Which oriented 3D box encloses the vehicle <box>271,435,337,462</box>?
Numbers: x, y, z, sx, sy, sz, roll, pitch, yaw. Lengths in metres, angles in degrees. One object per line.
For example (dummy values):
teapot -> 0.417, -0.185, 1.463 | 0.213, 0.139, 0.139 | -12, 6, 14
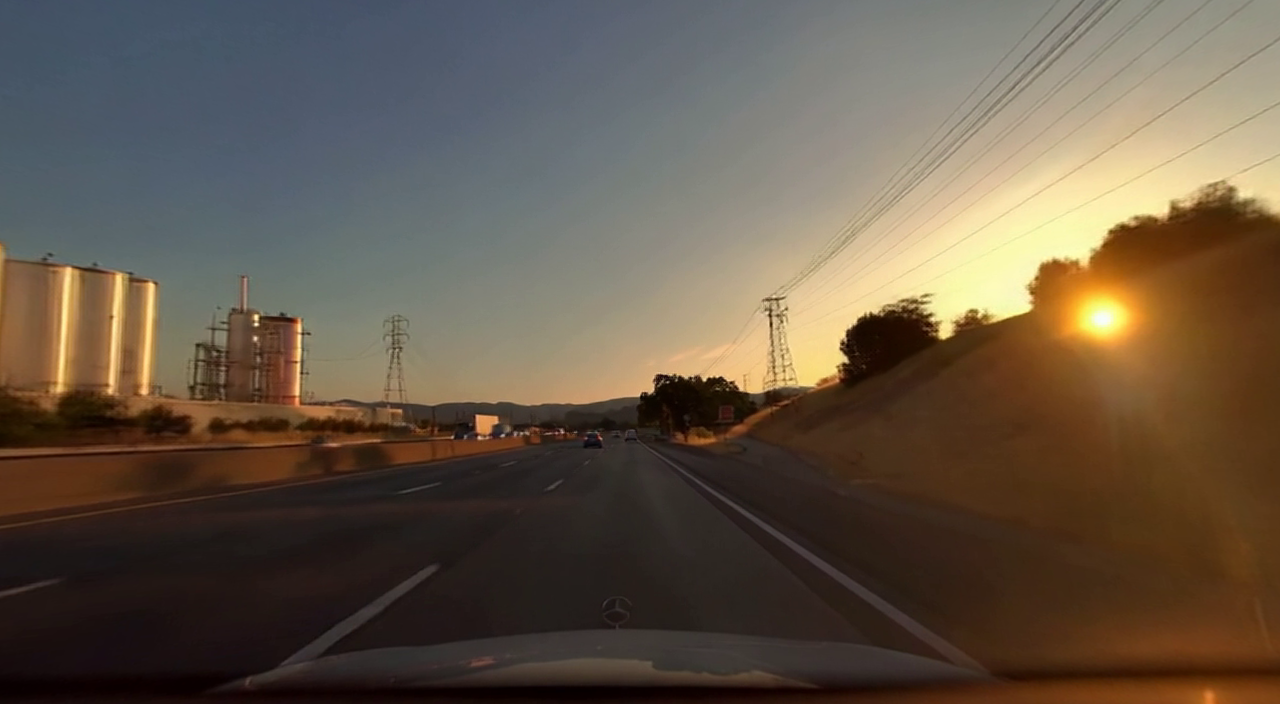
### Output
vehicle -> -19.444, 5.574, 36.652 | 1.788, 1.433, 3.806 | 0, -8, -1
